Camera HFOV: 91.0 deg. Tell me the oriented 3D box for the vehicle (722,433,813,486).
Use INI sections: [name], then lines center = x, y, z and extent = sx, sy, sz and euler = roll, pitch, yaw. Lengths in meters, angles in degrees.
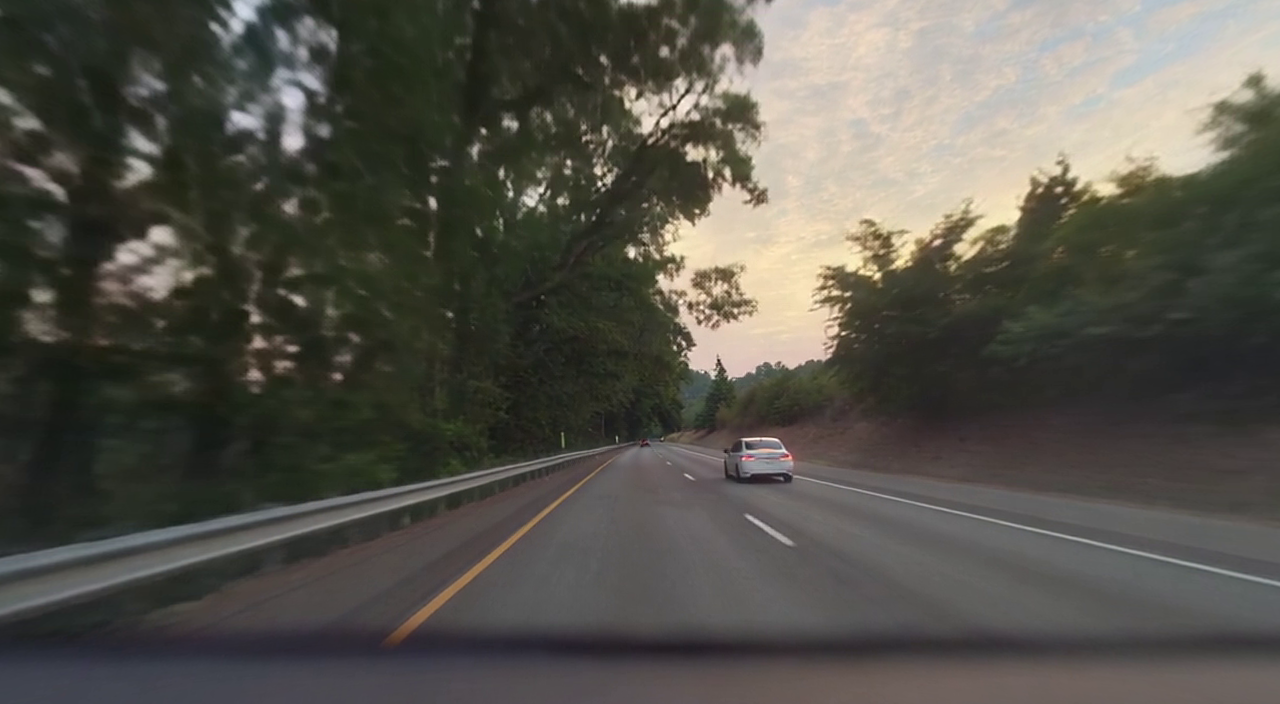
[vehicle]
center = 4.086, 3.527, 21.002
extent = 1.905, 1.525, 4.719
euler = 0, -8, -2
